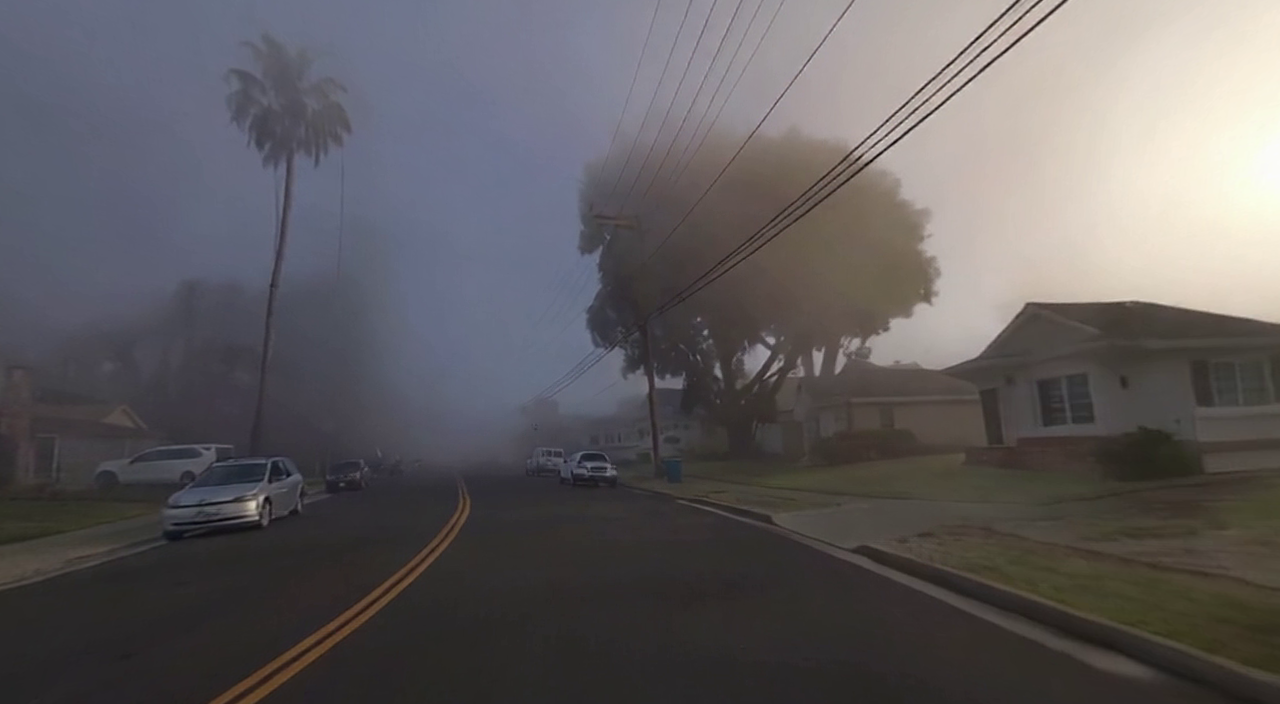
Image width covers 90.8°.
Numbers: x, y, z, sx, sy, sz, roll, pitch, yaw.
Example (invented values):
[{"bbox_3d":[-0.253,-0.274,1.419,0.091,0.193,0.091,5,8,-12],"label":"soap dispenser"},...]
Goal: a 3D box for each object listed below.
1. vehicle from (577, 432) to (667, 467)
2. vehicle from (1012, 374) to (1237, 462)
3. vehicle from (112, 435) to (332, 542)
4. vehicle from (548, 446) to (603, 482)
[{"bbox_3d":[-1.312,6.750,43.918,5.900,2.328,2.603,1,-8,-9],"label":"vehicle"},{"bbox_3d":[13.238,1.881,17.413,4.795,2.190,2.305,2,-9,-15],"label":"vehicle"},{"bbox_3d":[-8.662,2.869,13.784,2.410,1.790,4.699,0,-10,-13],"label":"vehicle"},{"bbox_3d":[-2.998,5.066,28.817,1.870,1.490,3.802,2,-9,-16],"label":"vehicle"}]
